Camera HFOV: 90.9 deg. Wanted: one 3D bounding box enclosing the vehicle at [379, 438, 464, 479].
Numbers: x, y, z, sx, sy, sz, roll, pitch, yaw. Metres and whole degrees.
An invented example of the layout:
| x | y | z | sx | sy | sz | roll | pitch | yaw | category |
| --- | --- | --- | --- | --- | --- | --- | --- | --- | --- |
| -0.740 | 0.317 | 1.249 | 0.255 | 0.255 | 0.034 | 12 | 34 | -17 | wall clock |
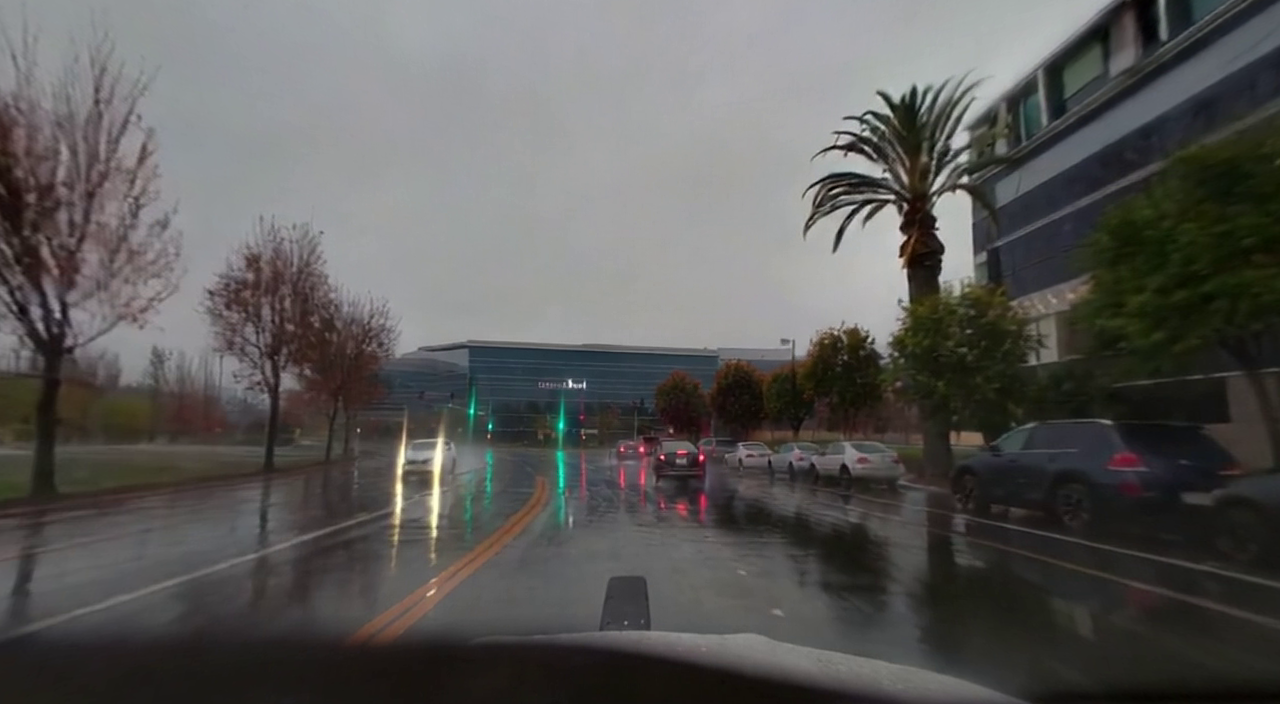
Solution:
| x | y | z | sx | sy | sz | roll | pitch | yaw | category |
| --- | --- | --- | --- | --- | --- | --- | --- | --- | --- |
| -8.778 | 4.313 | 25.747 | 2.325 | 1.509 | 4.340 | 1 | -9 | -6 | vehicle |

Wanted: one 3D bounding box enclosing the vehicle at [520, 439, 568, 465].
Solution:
| x | y | z | sx | sy | sz | roll | pitch | yaw | category |
| --- | --- | --- | --- | --- | --- | --- | --- | --- | --- |
| -6.234 | 6.406 | 40.569 | 2.308 | 1.535 | 4.811 | 2 | -9 | -17 | vehicle |

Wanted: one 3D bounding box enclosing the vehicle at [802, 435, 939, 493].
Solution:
| x | y | z | sx | sy | sz | roll | pitch | yaw | category |
| --- | --- | --- | --- | --- | --- | --- | --- | --- | --- |
| 6.615 | 3.264 | 18.757 | 1.890 | 1.488 | 4.567 | 1 | -9 | -7 | vehicle |

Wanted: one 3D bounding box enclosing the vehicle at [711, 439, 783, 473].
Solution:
| x | y | z | sx | sy | sz | roll | pitch | yaw | category |
| --- | --- | --- | --- | --- | --- | --- | --- | --- | --- |
| 4.896 | 4.814 | 29.515 | 1.820 | 1.450 | 4.408 | 2 | -9 | -12 | vehicle |

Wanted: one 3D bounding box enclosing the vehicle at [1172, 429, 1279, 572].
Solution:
| x | y | z | sx | sy | sz | roll | pitch | yaw | category |
| --- | --- | --- | --- | --- | --- | --- | --- | --- | --- |
| 7.525 | 1.371 | 5.417 | 1.972 | 1.429 | 4.487 | 2 | -10 | 0 | vehicle |

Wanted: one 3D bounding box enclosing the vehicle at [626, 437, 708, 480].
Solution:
| x | y | z | sx | sy | sz | roll | pitch | yaw | category |
| --- | --- | --- | --- | --- | --- | --- | --- | --- | --- |
| 0.914 | 4.105 | 24.548 | 2.280 | 1.472 | 4.426 | 1 | -9 | -10 | vehicle |

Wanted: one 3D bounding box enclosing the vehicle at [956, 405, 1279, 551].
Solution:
| x | y | z | sx | sy | sz | roll | pitch | yaw | category |
| --- | --- | --- | --- | --- | --- | --- | --- | --- | --- |
| 7.330 | 1.862 | 9.965 | 2.070 | 1.758 | 4.392 | 1 | -8 | -5 | vehicle |

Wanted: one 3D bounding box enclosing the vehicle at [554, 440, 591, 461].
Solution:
| x | y | z | sx | sy | sz | roll | pitch | yaw | category |
| --- | --- | --- | --- | --- | --- | --- | --- | --- | --- |
| -5.129 | 7.415 | 47.585 | 1.957 | 1.463 | 4.701 | 2 | -9 | -16 | vehicle |
